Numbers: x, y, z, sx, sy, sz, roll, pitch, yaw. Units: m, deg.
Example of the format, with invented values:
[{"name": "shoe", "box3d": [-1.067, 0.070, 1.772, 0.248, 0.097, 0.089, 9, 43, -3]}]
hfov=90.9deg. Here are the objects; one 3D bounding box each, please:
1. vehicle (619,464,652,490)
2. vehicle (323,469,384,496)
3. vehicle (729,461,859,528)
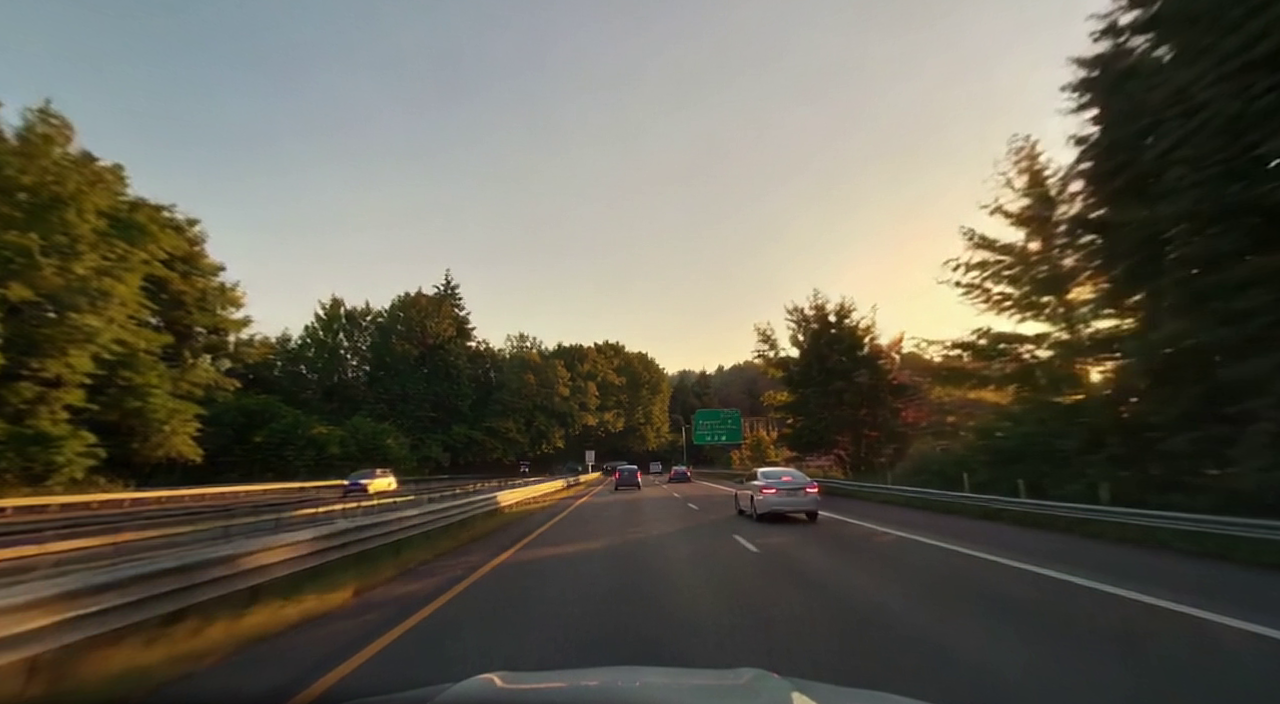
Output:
[{"name": "vehicle", "box3d": [-0.305, 7.823, 39.513, 1.980, 1.483, 3.865, 1, -11, -1]}, {"name": "vehicle", "box3d": [-17.359, 7.907, 38.393, 1.812, 1.497, 4.038, 1, -11, -1]}, {"name": "vehicle", "box3d": [3.744, 3.613, 16.384, 2.018, 1.426, 4.941, 1, -11, -2]}]
